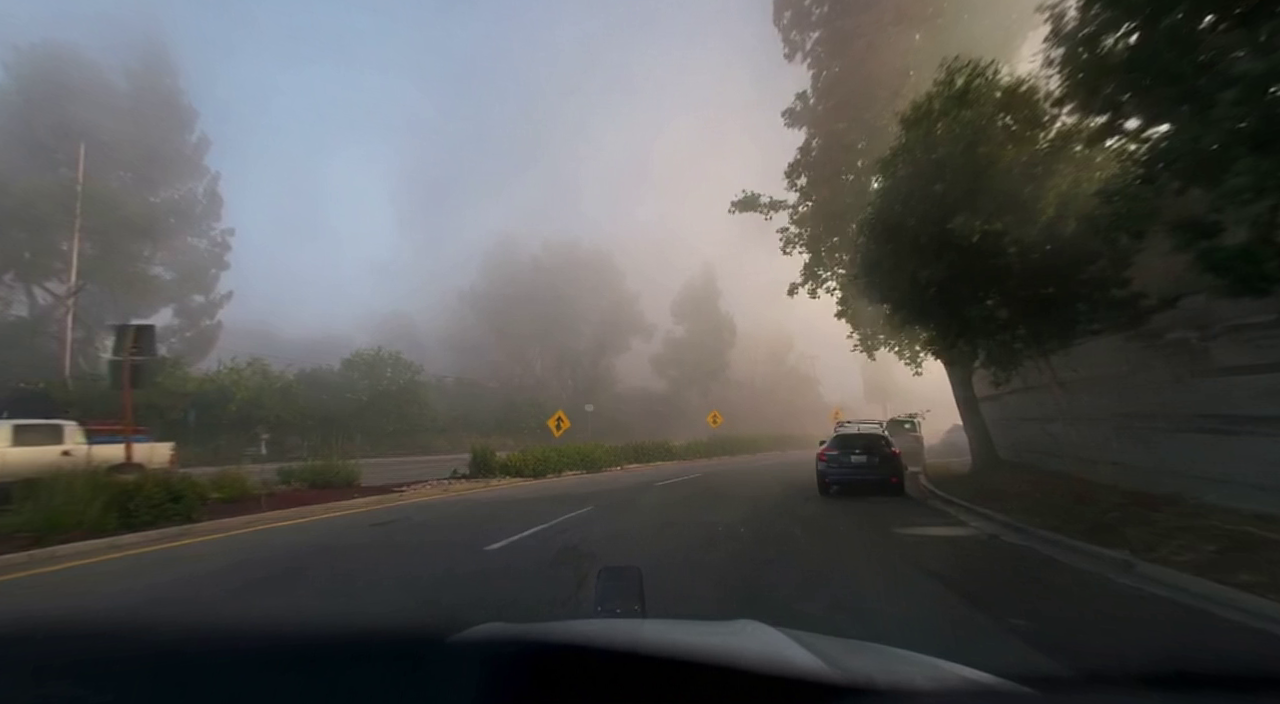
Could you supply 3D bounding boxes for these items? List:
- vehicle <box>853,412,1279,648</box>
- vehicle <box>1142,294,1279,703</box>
[{"bbox_3d":[3.550,1.427,6.261,1.877,1.416,4.604,-1,-8,8],"label":"vehicle"},{"bbox_3d":[3.204,0.443,0.361,2.176,1.746,4.335,0,-8,-1],"label":"vehicle"}]
